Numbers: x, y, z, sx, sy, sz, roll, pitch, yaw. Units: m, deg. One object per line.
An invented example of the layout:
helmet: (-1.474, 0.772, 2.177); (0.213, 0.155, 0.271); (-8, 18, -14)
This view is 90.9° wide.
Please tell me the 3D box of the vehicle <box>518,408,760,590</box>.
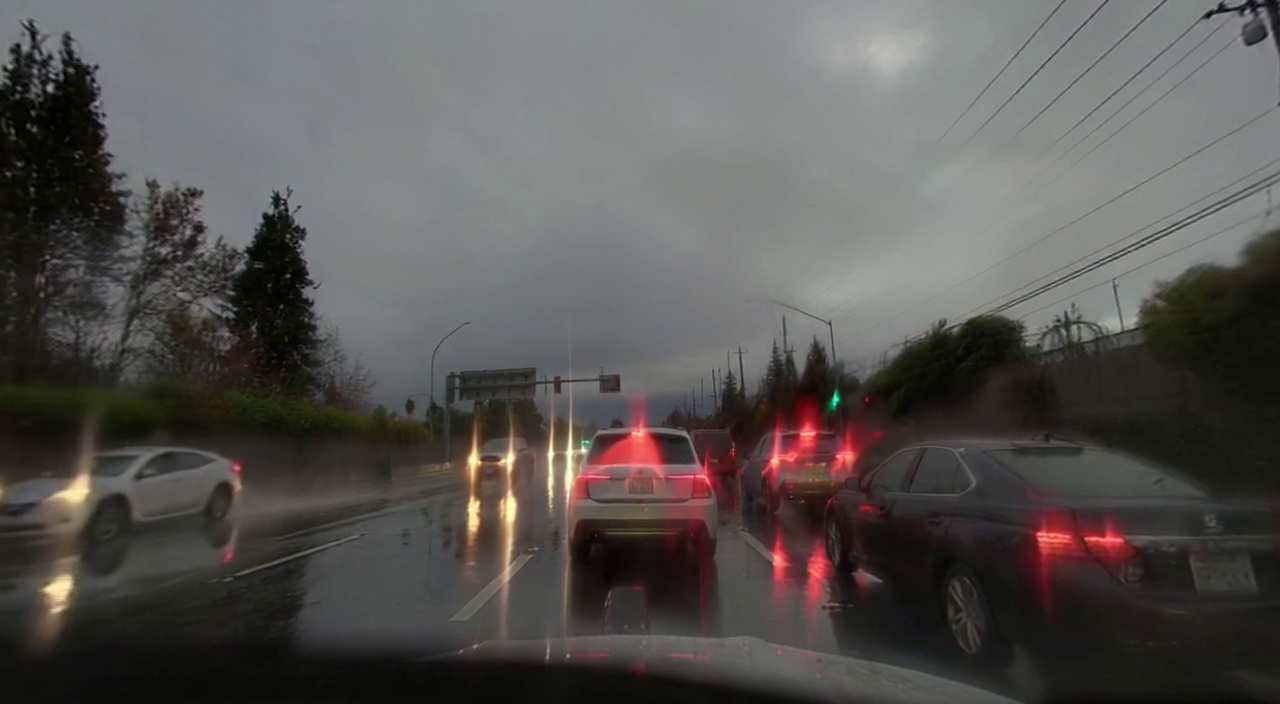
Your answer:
vehicle: (0.005, 1.658, 7.909); (2.200, 1.653, 4.127); (0, -8, 1)

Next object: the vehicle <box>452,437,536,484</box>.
vehicle: (-5.955, 4.493, 26.375); (2.253, 1.751, 4.700); (-1, -8, 2)

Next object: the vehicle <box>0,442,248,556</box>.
vehicle: (-10.036, 2.599, 12.029); (2.003, 1.705, 4.747); (0, -8, 1)

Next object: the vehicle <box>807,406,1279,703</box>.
vehicle: (2.881, 1.306, 4.988); (1.950, 1.487, 4.275); (0, -8, 0)
